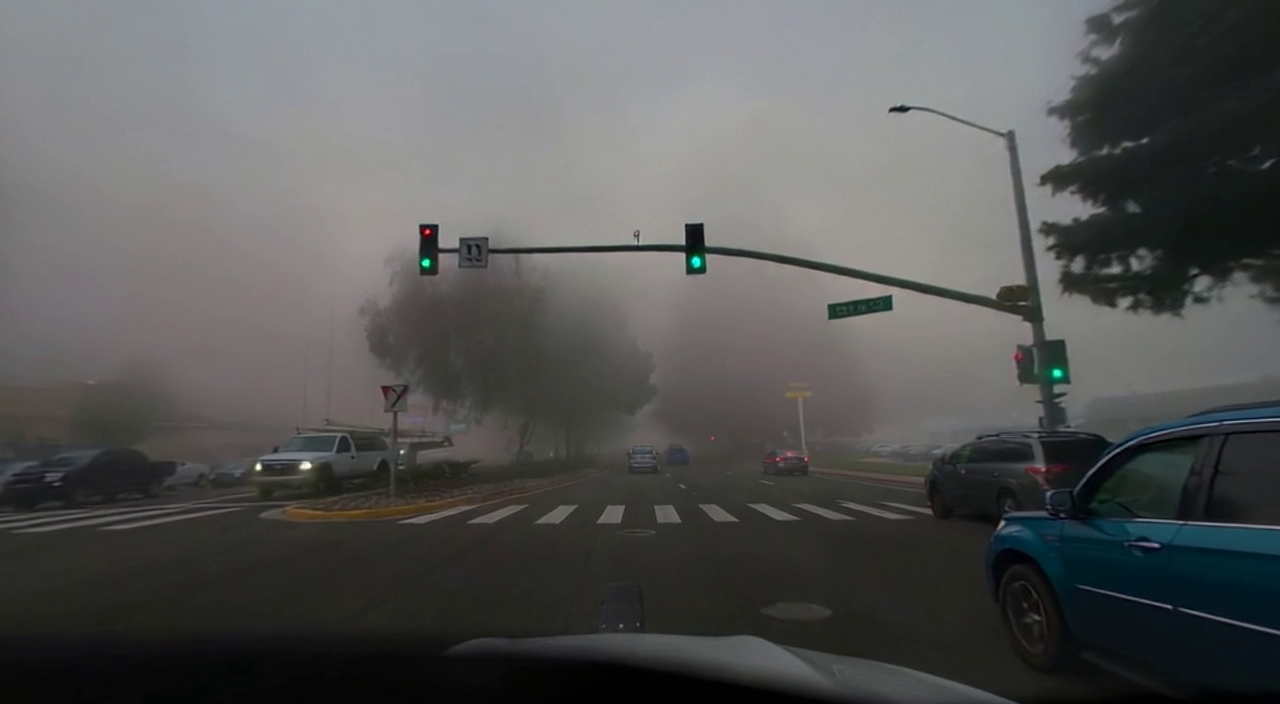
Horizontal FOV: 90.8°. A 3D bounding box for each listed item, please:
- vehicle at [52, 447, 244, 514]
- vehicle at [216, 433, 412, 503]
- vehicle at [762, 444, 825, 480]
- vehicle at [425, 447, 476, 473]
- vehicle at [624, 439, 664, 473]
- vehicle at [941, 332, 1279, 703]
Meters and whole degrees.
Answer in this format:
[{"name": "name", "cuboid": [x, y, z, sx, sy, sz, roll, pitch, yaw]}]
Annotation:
[{"name": "vehicle", "cuboid": [-14.058, 3.652, 18.514, 2.015, 1.679, 4.535, 0, -9, -1]}, {"name": "vehicle", "cuboid": [-10.517, 3.812, 21.431, 2.909, 1.956, 6.908, 0, -9, 1]}, {"name": "vehicle", "cuboid": [6.952, 5.004, 28.959, 1.879, 1.517, 4.006, 0, -9, 0]}, {"name": "vehicle", "cuboid": [-14.045, 8.031, 47.212, 2.159, 1.836, 5.038, 0, -9, 1]}, {"name": "vehicle", "cuboid": [0.187, 6.510, 39.716, 2.402, 1.938, 4.535, 0, -9, -1]}, {"name": "vehicle", "cuboid": [3.427, 0.845, 2.706, 2.076, 1.716, 4.416, 0, -9, 0]}]
